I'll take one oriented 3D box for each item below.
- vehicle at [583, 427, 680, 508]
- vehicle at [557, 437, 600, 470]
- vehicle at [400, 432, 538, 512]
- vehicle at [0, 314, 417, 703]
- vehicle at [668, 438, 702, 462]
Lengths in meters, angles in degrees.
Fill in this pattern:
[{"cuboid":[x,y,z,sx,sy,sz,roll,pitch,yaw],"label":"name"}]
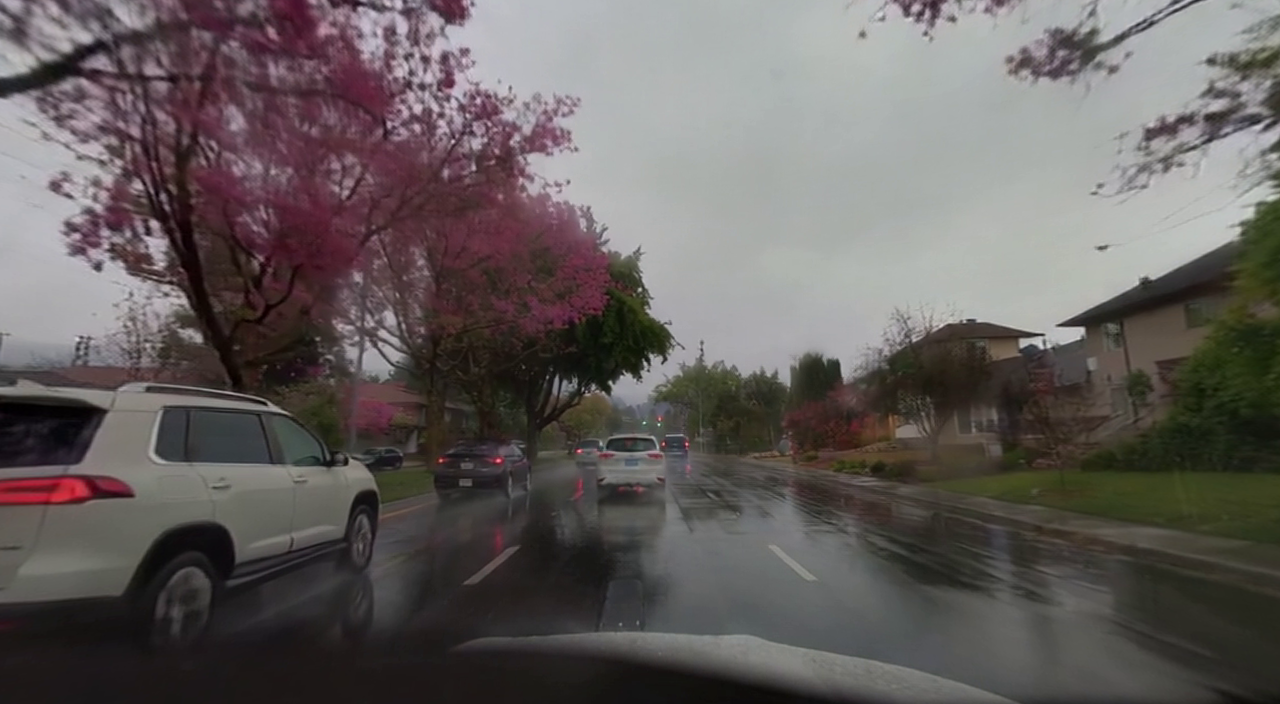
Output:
[{"cuboid":[-0.191,2.660,14.914,1.997,1.636,3.760,0,-8,0],"label":"vehicle"},{"cuboid":[-3.535,5.938,37.276,2.080,1.780,4.879,0,-8,-1],"label":"vehicle"},{"cuboid":[-3.715,2.681,14.540,2.066,1.565,3.905,0,-8,0],"label":"vehicle"},{"cuboid":[-3.663,1.131,4.978,2.161,1.919,4.798,0,-8,-2],"label":"vehicle"},{"cuboid":[3.352,7.447,47.993,2.161,1.686,4.196,0,-8,-1],"label":"vehicle"}]
